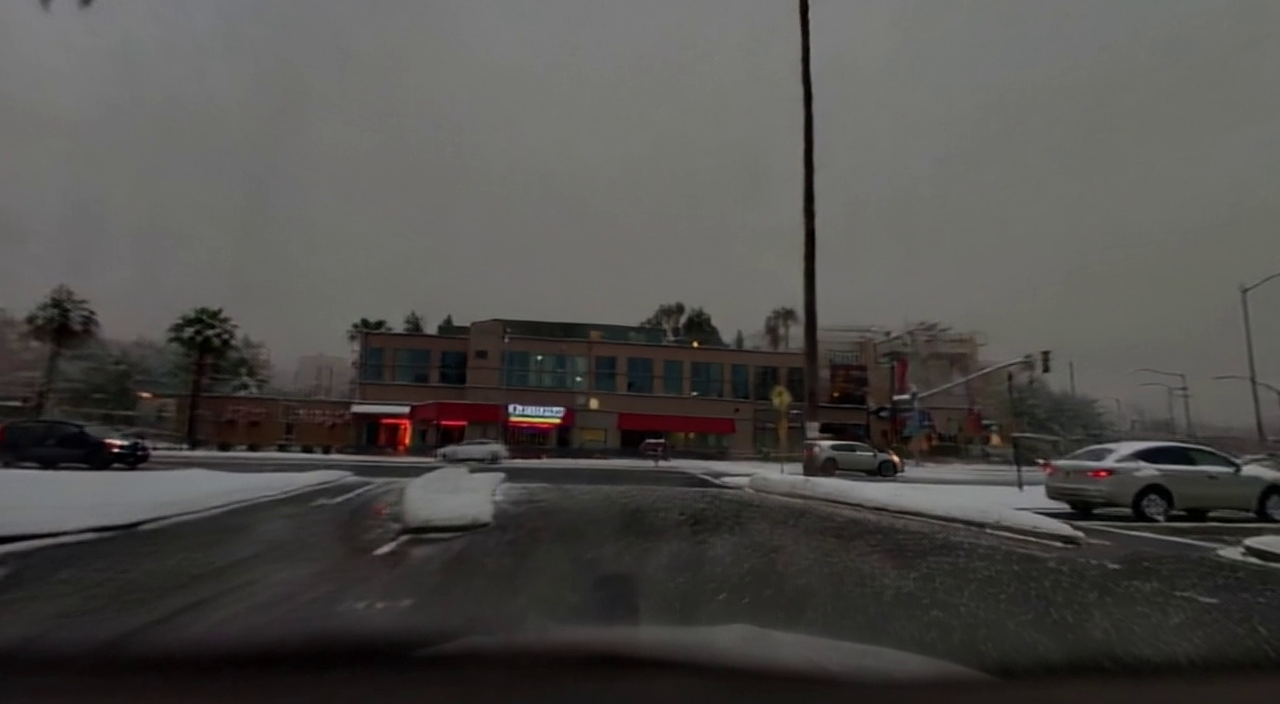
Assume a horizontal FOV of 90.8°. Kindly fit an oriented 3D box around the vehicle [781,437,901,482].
[{"bbox_3d":[8.342,4.467,26.369,4.211,1.756,2.158,3,-9,-17],"label":"vehicle"}]

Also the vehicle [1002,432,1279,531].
[{"bbox_3d":[9.706,2.467,12.609,1.870,1.611,3.978,3,-9,-17],"label":"vehicle"}]
